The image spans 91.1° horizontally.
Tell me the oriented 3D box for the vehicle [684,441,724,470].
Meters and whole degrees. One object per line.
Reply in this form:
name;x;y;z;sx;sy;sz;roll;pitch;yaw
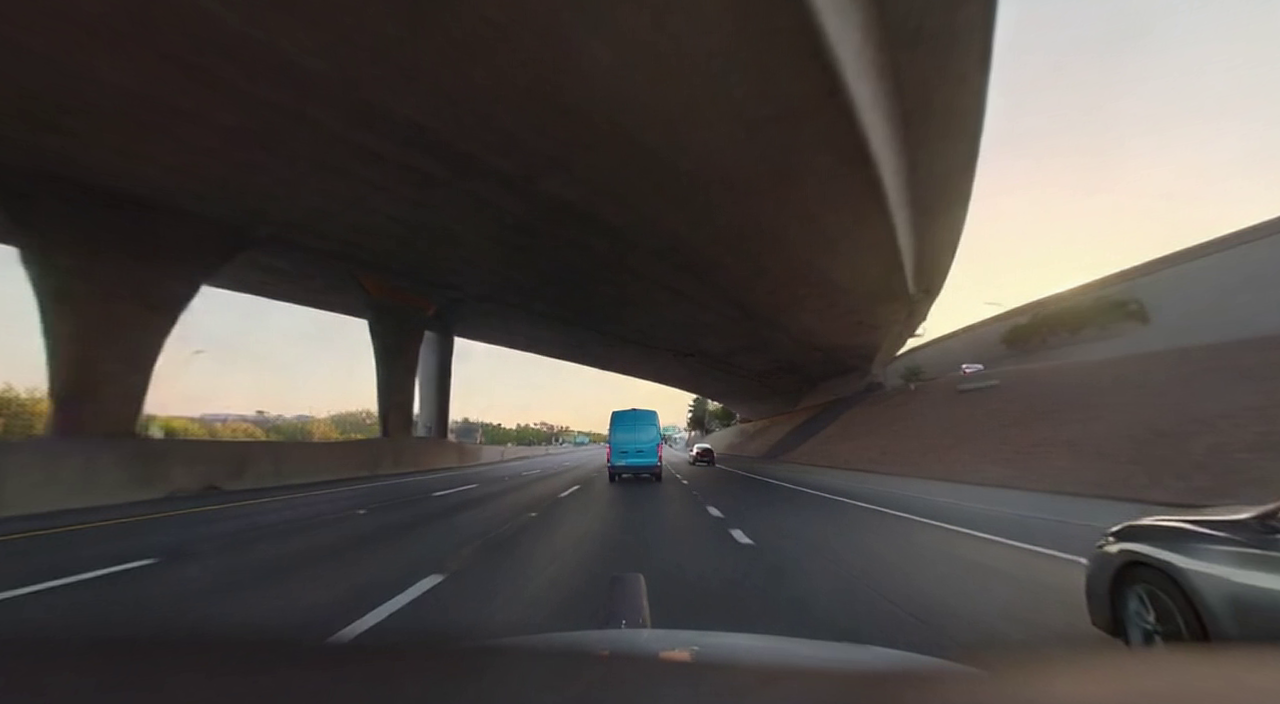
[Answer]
vehicle;3.868;6.338;38.625;1.987;1.648;3.984;0;-9;0

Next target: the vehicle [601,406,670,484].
vehicle;-0.056;3.761;25.423;2.476;2.776;5.598;0;-9;3
